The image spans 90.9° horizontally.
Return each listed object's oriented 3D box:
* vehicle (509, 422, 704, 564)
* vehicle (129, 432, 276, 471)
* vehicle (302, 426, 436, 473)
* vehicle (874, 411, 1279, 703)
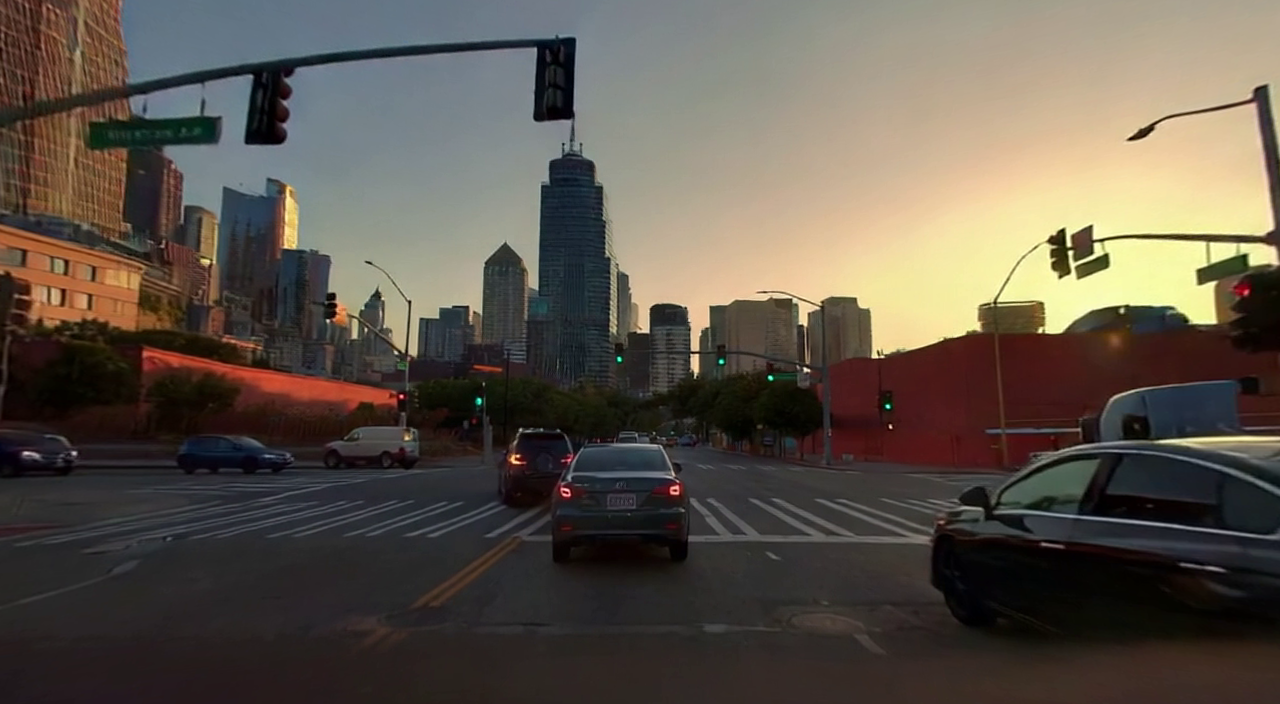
[{"bbox_3d":[-0.414,1.754,8.540,2.031,1.461,3.763,0,-8,-2],"label":"vehicle"},{"bbox_3d":[-17.528,4.014,25.431,4.511,1.483,1.877,0,-8,1],"label":"vehicle"},{"bbox_3d":[-10.431,3.751,24.309,4.556,1.689,1.982,-3,-9,21],"label":"vehicle"},{"bbox_3d":[3.229,1.156,3.723,1.942,1.443,4.468,0,-8,0],"label":"vehicle"}]
